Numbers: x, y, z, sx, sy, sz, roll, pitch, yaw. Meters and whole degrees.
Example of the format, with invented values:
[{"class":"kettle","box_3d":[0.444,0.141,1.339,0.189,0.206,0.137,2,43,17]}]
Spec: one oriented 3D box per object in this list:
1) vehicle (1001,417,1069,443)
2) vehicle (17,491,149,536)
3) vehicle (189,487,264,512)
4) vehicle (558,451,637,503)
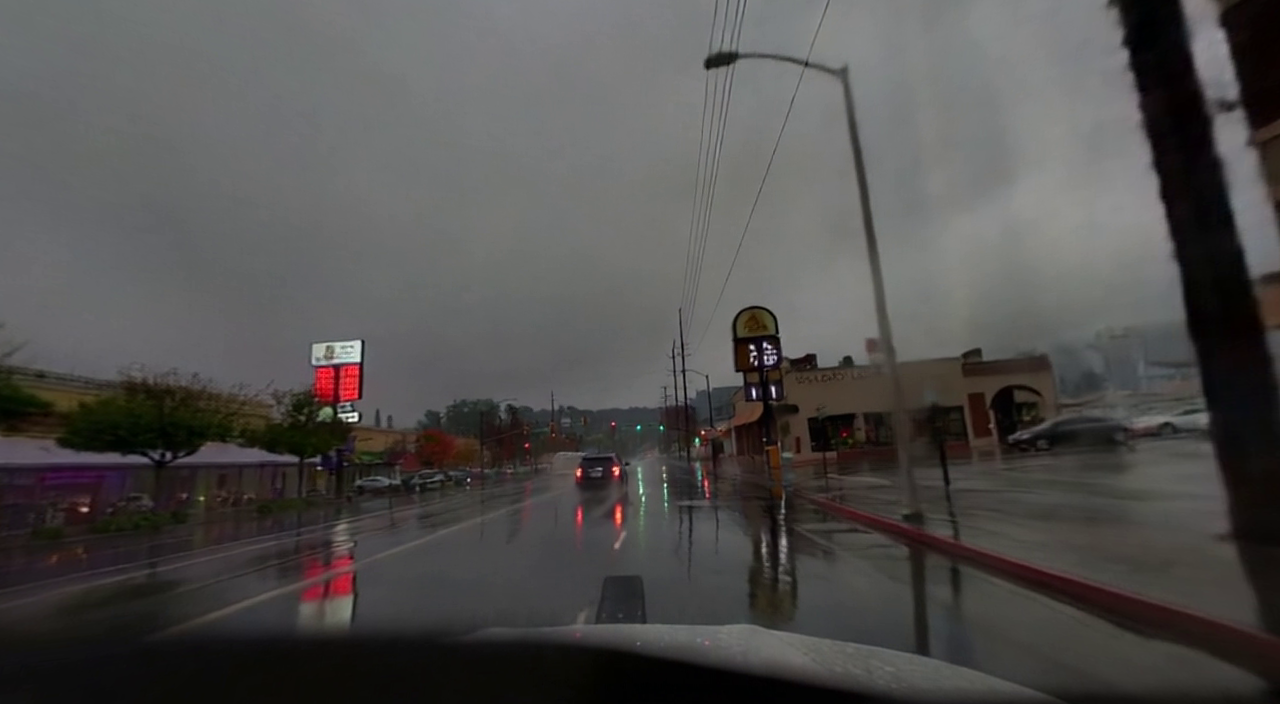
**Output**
[{"class":"vehicle","box_3d":[27.573,5.543,44.305,1.965,1.693,4.635,-1,-8,3]},{"class":"vehicle","box_3d":[-27.964,8.076,31.962,1.984,1.726,4.592,-2,-9,13]},{"class":"vehicle","box_3d":[-30.223,10.780,46.340,1.817,1.485,4.436,-2,-9,13]},{"class":"vehicle","box_3d":[-1.208,3.848,19.931,1.977,1.451,4.032,-1,-9,3]}]
